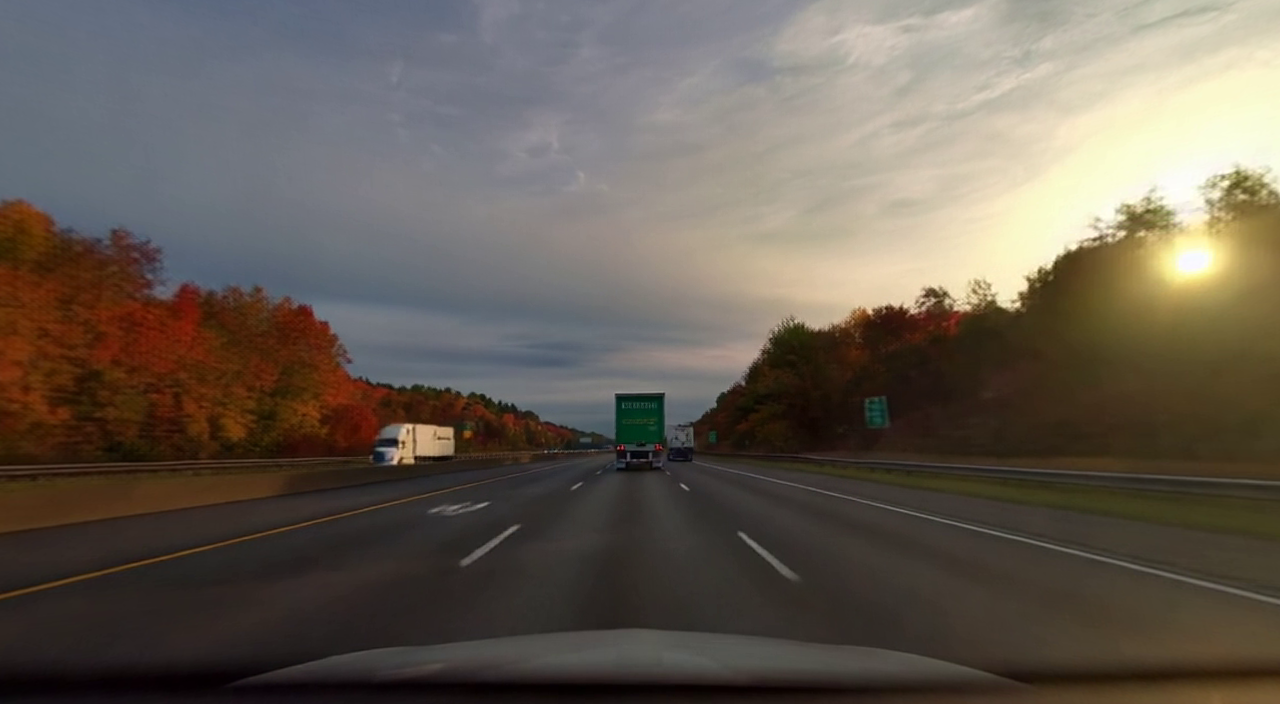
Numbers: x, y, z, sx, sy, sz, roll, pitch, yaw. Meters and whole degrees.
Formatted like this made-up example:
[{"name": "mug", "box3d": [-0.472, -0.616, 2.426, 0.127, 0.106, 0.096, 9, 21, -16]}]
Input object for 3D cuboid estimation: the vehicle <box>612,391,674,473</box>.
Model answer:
[{"name": "vehicle", "box3d": [0.109, 4.786, 36.750, 3.057, 4.073, 10.792, 0, -9, 0]}]
